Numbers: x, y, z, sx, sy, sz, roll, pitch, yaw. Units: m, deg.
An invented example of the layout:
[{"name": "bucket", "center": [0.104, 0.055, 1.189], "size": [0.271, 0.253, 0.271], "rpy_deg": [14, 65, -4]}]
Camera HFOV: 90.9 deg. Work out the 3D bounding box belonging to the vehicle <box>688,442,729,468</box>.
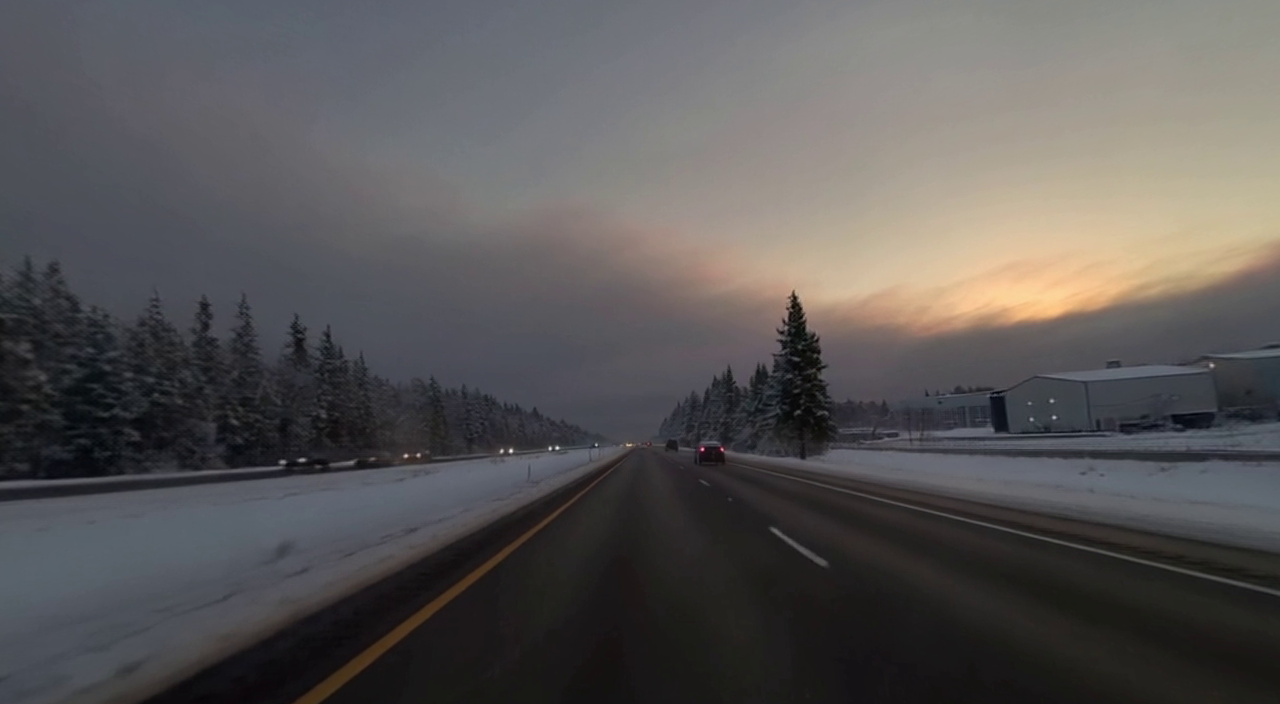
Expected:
[{"name": "vehicle", "center": [4.207, 6.381, 39.286], "size": [2.062, 1.518, 4.026], "rpy_deg": [0, -8, 0]}]
